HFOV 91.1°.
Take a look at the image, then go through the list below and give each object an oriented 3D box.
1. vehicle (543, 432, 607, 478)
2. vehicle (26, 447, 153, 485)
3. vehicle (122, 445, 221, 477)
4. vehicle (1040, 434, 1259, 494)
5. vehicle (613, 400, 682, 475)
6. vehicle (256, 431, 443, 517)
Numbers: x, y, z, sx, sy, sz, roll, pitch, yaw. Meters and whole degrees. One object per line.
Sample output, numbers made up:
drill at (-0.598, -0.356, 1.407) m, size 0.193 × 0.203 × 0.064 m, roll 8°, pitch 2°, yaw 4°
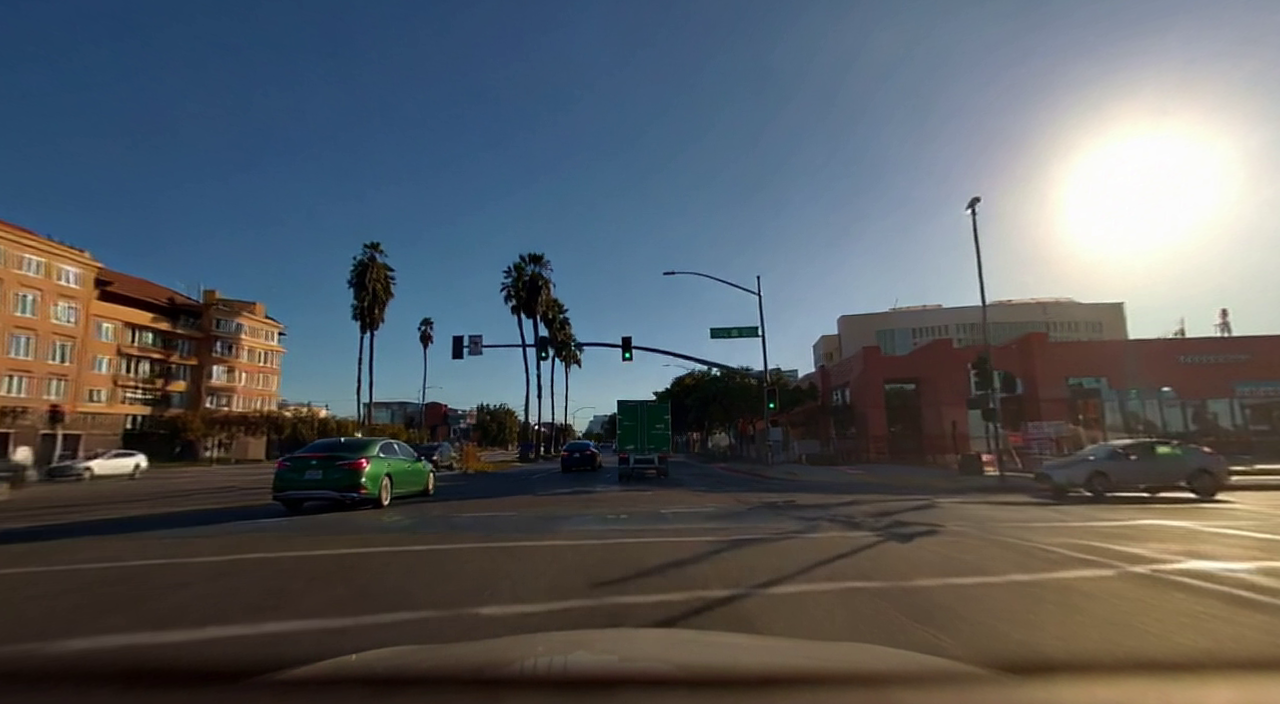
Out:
vehicle at (-2.785, 4.550, 27.989) m, size 2.178 × 1.826 × 4.933 m, roll 0°, pitch -9°, yaw 2°
vehicle at (-24.717, 5.102, 28.442) m, size 1.897 × 1.606 × 4.160 m, roll 0°, pitch -9°, yaw 1°
vehicle at (-27.849, 6.480, 37.569) m, size 2.006 × 1.791 × 4.944 m, roll 0°, pitch -9°, yaw 1°
vehicle at (14.671, 3.272, 18.310) m, size 4.568 × 1.485 × 1.936 m, roll -2°, pitch -11°, yaw 0°
vehicle at (0.352, 4.246, 30.890) m, size 2.993 × 3.235 × 6.692 m, roll 0°, pitch -9°, yaw 1°
vehicle at (-6.373, 2.722, 14.538) m, size 2.045 × 1.630 × 4.680 m, roll 0°, pitch -9°, yaw 0°
